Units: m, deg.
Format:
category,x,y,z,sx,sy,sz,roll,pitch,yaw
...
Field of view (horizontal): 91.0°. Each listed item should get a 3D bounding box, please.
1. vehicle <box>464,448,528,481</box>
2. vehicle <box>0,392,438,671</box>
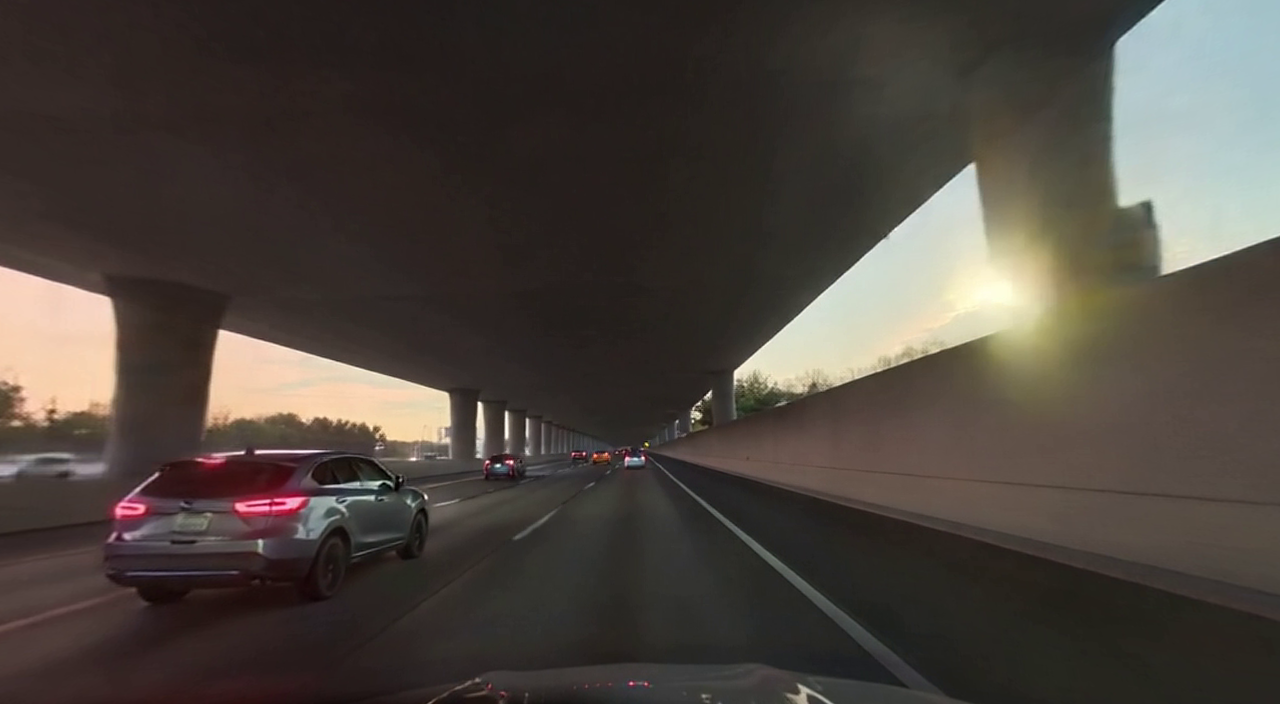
category,x,y,z,sx,sy,sz,roll,pitch,yaw
vehicle,-7.154,5.622,31.805,1.998,1.542,4.953,0,-9,1
vehicle,-3.825,1.464,6.264,2.059,1.725,4.521,0,-9,1
